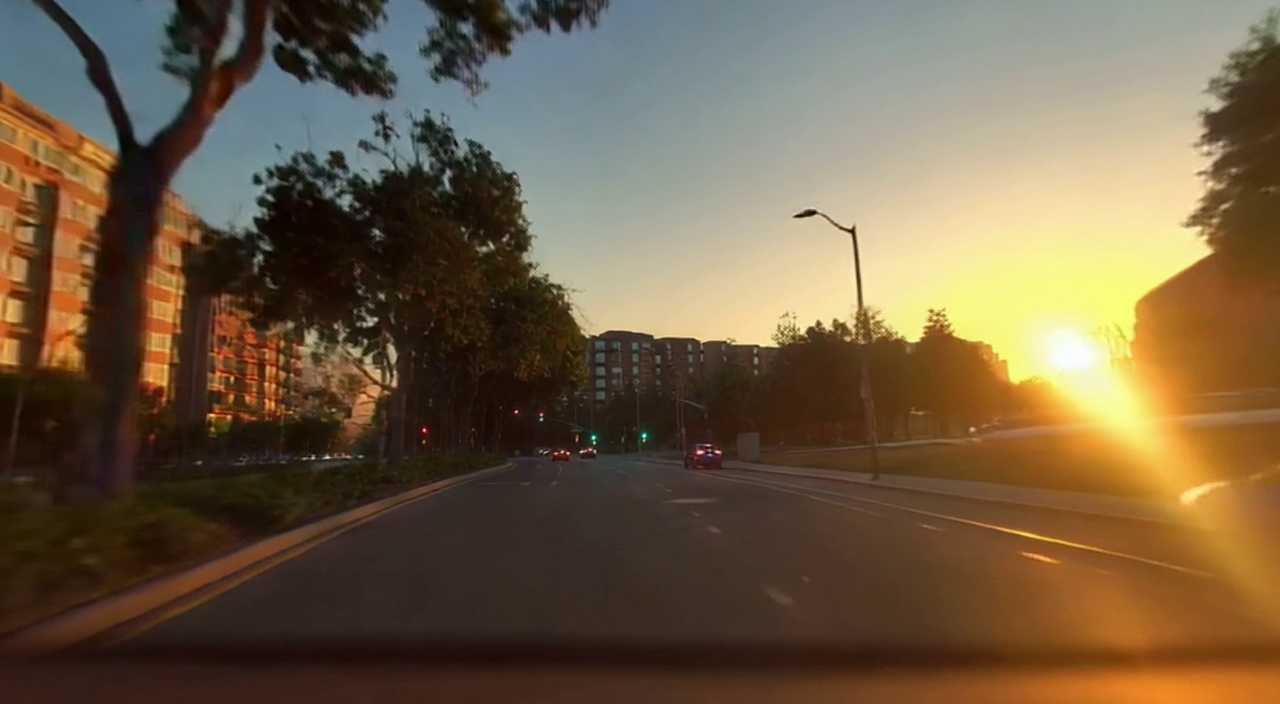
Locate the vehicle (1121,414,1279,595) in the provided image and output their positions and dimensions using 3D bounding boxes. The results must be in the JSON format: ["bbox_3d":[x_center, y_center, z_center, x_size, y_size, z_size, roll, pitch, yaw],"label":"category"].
[{"bbox_3d":[6.311,1.128,4.288,1.984,1.479,5.102,0,-8,-2],"label":"vehicle"}]

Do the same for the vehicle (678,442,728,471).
[{"bbox_3d":[3.754,6.330,38.620,2.042,1.635,4.858,1,-8,-7],"label":"vehicle"}]
